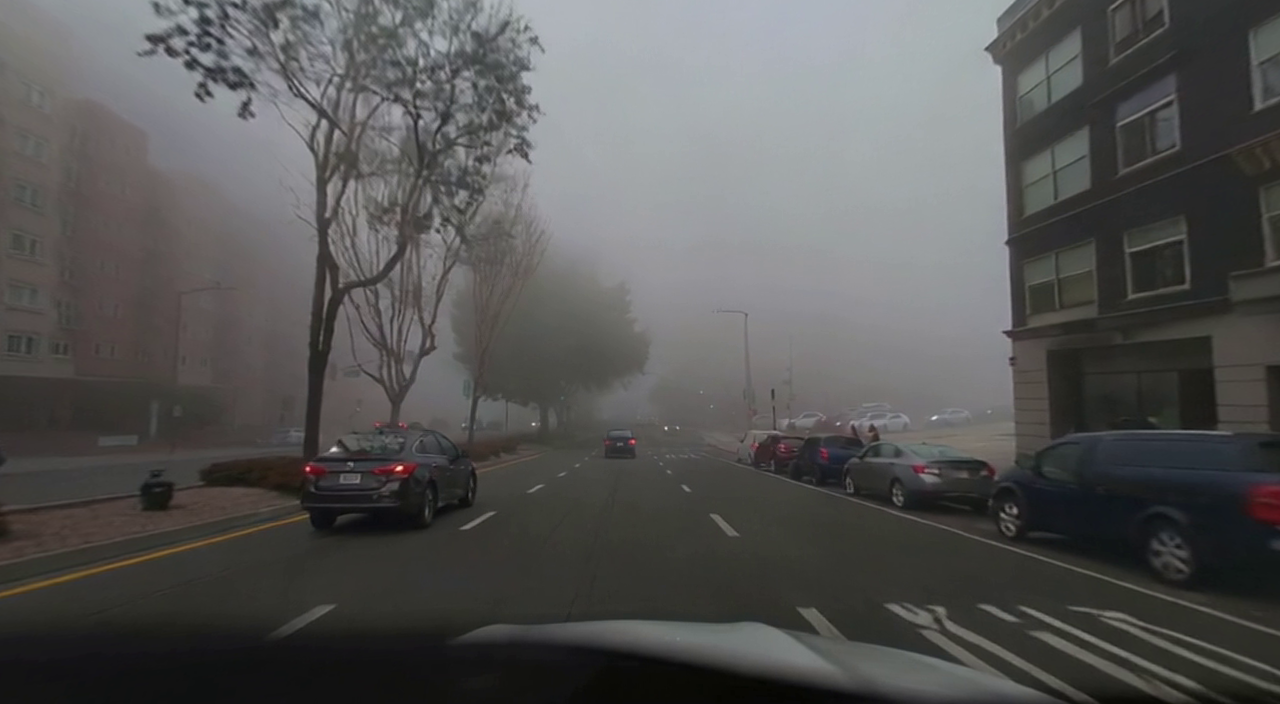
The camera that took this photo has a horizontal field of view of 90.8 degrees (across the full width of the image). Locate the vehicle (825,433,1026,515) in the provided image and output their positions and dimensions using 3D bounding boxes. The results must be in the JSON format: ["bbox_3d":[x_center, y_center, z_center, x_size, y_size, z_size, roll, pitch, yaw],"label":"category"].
[{"bbox_3d":[5.967,2.571,14.029,2.089,1.488,4.663,0,-8,-3],"label":"vehicle"}]

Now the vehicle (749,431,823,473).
[{"bbox_3d":[5.712,3.966,25.293,1.959,1.513,4.104,0,-8,0],"label":"vehicle"}]

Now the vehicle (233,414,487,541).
[{"bbox_3d":[-3.942,1.819,9.926,1.934,1.522,4.464,0,-8,0],"label":"vehicle"}]

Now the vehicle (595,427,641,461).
[{"bbox_3d":[-0.993,4.415,30.361,2.082,1.520,3.896,0,-8,0],"label":"vehicle"}]

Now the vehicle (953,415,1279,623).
[{"bbox_3d":[5.932,1.668,7.474,2.019,1.670,4.550,0,-8,-1],"label":"vehicle"}]
